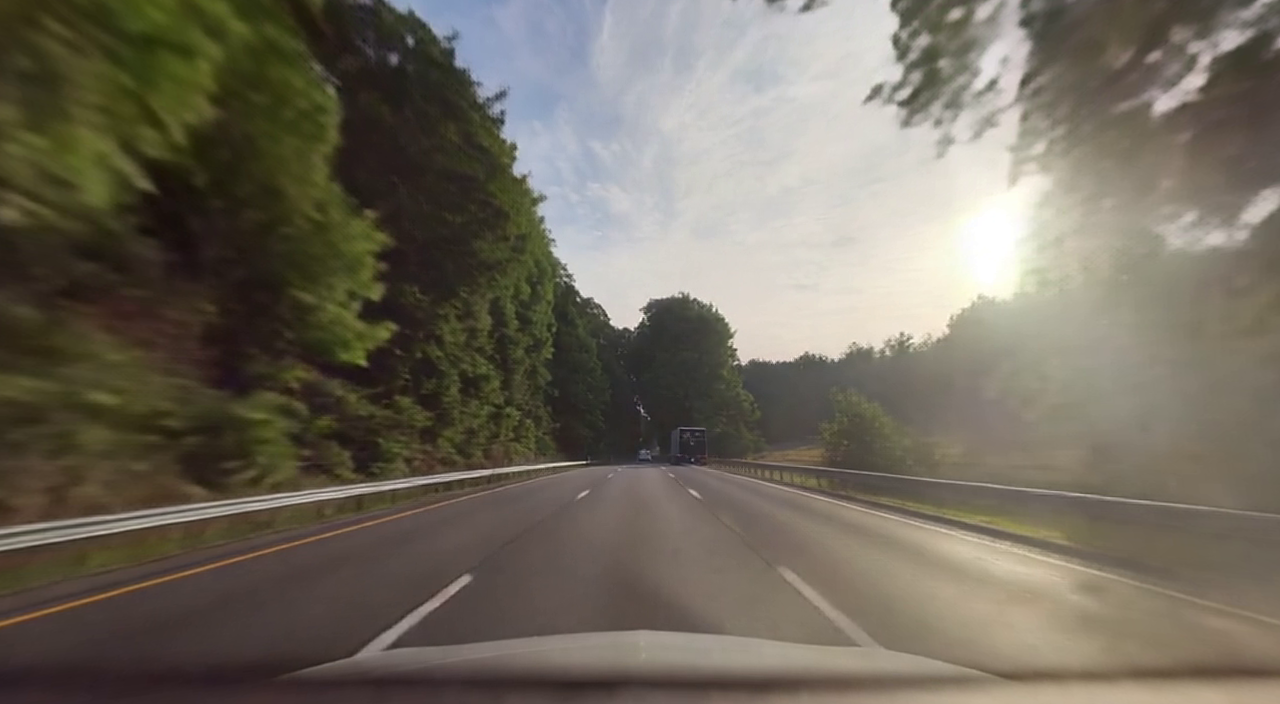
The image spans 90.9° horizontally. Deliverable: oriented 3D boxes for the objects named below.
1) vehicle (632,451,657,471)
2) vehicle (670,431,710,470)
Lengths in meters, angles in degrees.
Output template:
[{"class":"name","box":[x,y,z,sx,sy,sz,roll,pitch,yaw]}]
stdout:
[{"class":"vehicle","box":[0.377,8.515,49.531,1.900,1.497,3.732,0,-9,1]},{"class":"vehicle","box":[3.770,7.658,48.737,2.572,2.795,5.978,0,-9,-1]}]
